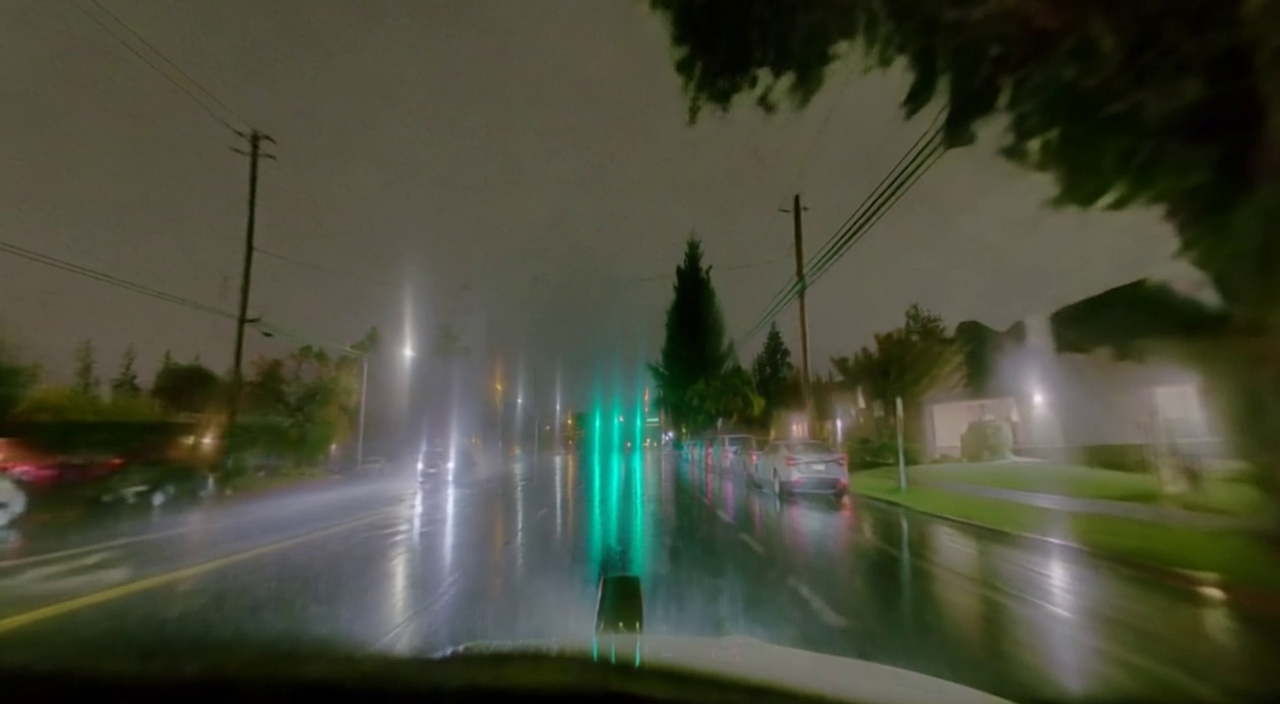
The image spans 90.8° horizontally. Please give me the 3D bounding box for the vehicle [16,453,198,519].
[{"bbox_3d":[-17.808,4.451,21.518,2.105,1.734,4.673,-4,-8,1],"label":"vehicle"}]

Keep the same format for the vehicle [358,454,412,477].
[{"bbox_3d":[-17.868,7.934,44.410,1.921,1.480,4.392,-1,-8,1],"label":"vehicle"}]

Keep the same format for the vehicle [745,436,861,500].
[{"bbox_3d":[4.415,3.203,17.932,1.927,1.523,4.668,0,-8,-1],"label":"vehicle"}]

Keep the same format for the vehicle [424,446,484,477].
[{"bbox_3d":[-10.171,5.982,34.914,1.978,1.566,4.357,-1,-8,0],"label":"vehicle"}]
